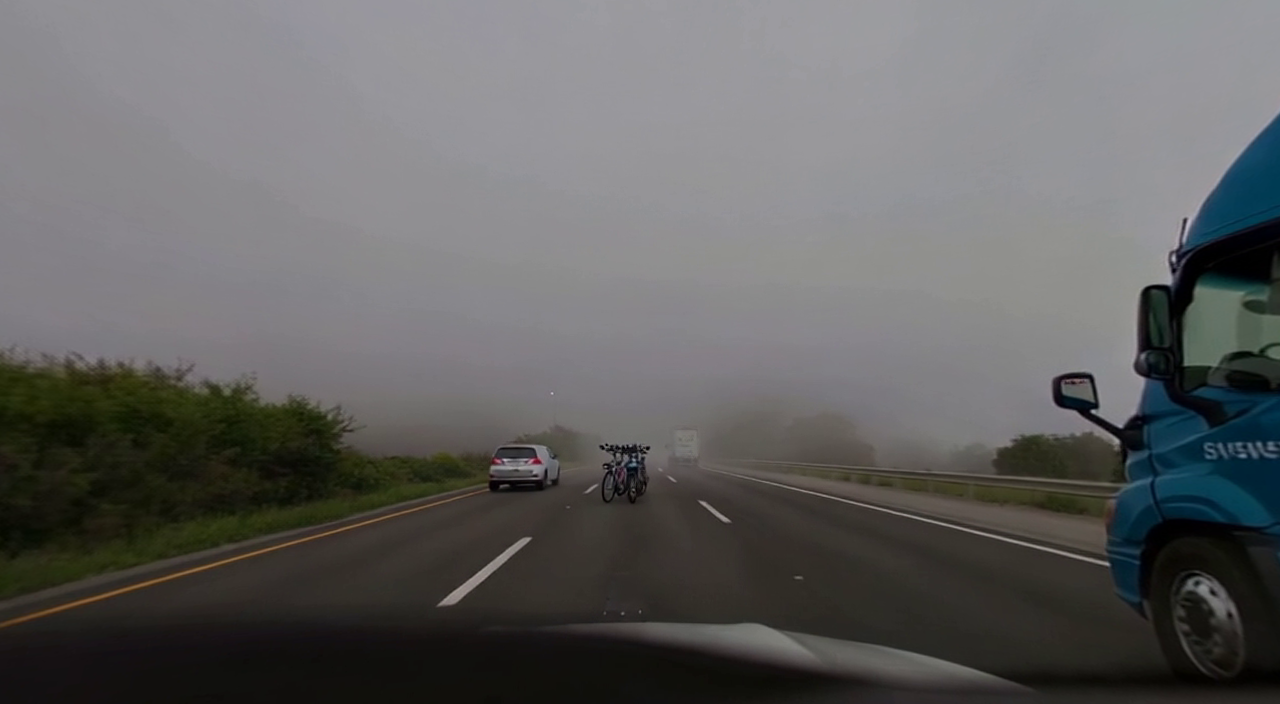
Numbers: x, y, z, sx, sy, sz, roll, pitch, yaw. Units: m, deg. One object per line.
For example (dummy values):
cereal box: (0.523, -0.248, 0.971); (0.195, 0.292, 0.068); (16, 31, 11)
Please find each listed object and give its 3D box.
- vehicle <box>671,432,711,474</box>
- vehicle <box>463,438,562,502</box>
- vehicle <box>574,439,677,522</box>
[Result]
vehicle: (3.457, 6.949, 43.623); (2.234, 2.679, 5.372); (0, -9, -1)
vehicle: (-3.684, 3.516, 19.168); (1.985, 1.671, 4.604); (0, -9, 1)
vehicle: (-0.264, 2.747, 13.914); (1.973, 1.574, 3.426); (0, -9, 0)
